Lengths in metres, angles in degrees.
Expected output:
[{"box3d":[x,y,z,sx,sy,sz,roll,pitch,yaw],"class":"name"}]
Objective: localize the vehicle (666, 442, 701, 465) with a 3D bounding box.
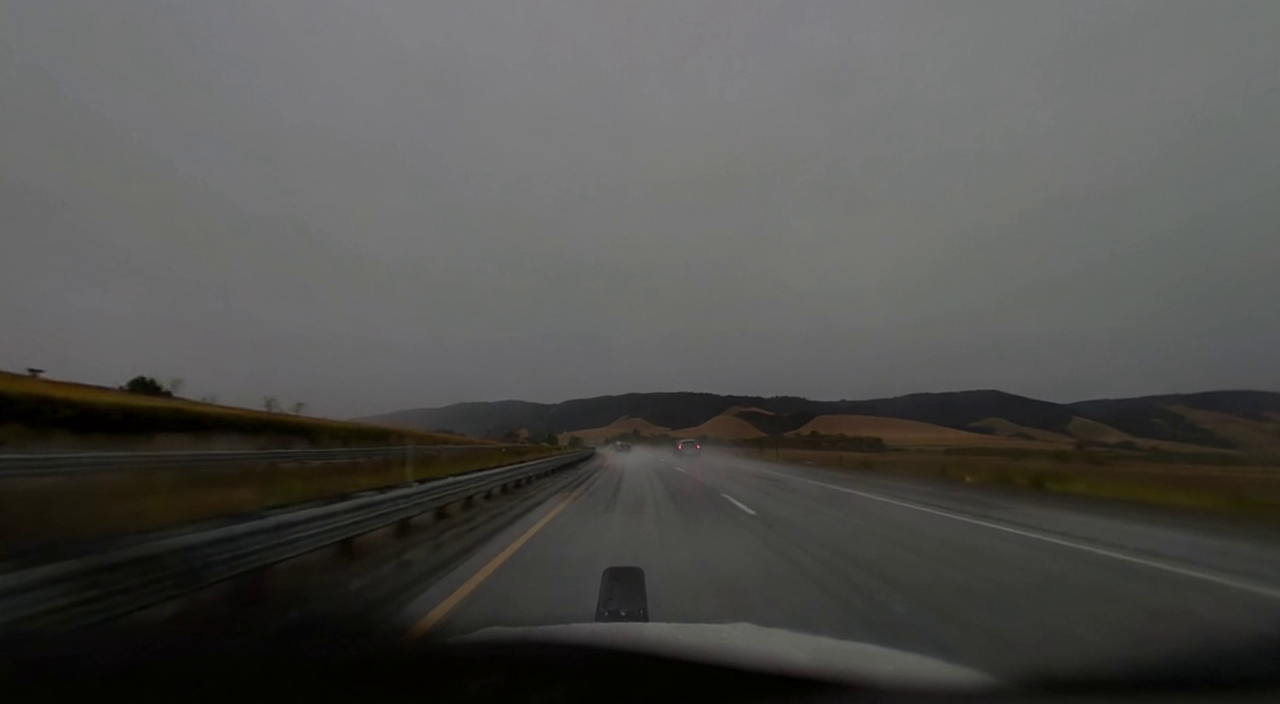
[{"box3d":[3.017,7.175,44.808,1.960,1.516,4.657,0,-8,-3],"class":"vehicle"}]
